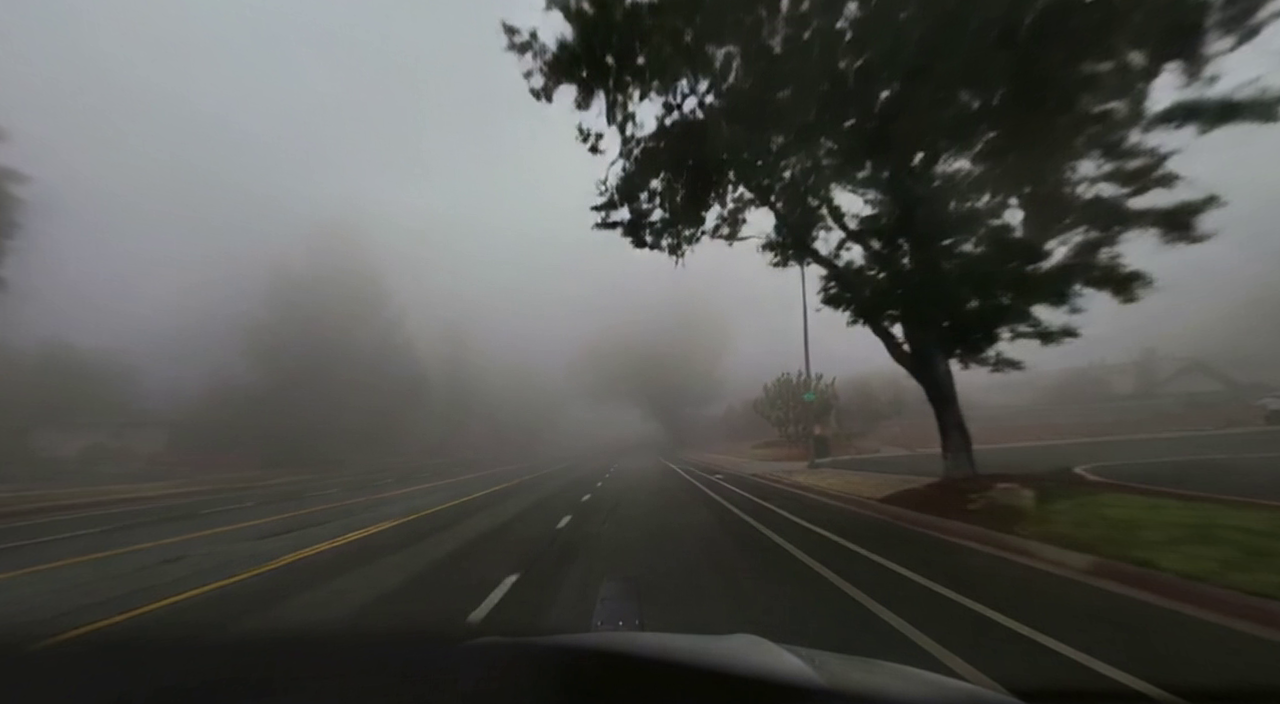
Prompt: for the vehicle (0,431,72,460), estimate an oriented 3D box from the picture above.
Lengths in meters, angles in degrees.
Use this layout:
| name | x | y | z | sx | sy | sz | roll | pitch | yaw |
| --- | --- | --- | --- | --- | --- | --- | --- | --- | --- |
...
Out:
| name | x | y | z | sx | sy | sz | roll | pitch | yaw |
| --- | --- | --- | --- | --- | --- | --- | --- | --- | --- |
| vehicle | -34.775 | 5.208 | 35.290 | 1.831 | 1.567 | 4.342 | -2 | -7 | 6 |
